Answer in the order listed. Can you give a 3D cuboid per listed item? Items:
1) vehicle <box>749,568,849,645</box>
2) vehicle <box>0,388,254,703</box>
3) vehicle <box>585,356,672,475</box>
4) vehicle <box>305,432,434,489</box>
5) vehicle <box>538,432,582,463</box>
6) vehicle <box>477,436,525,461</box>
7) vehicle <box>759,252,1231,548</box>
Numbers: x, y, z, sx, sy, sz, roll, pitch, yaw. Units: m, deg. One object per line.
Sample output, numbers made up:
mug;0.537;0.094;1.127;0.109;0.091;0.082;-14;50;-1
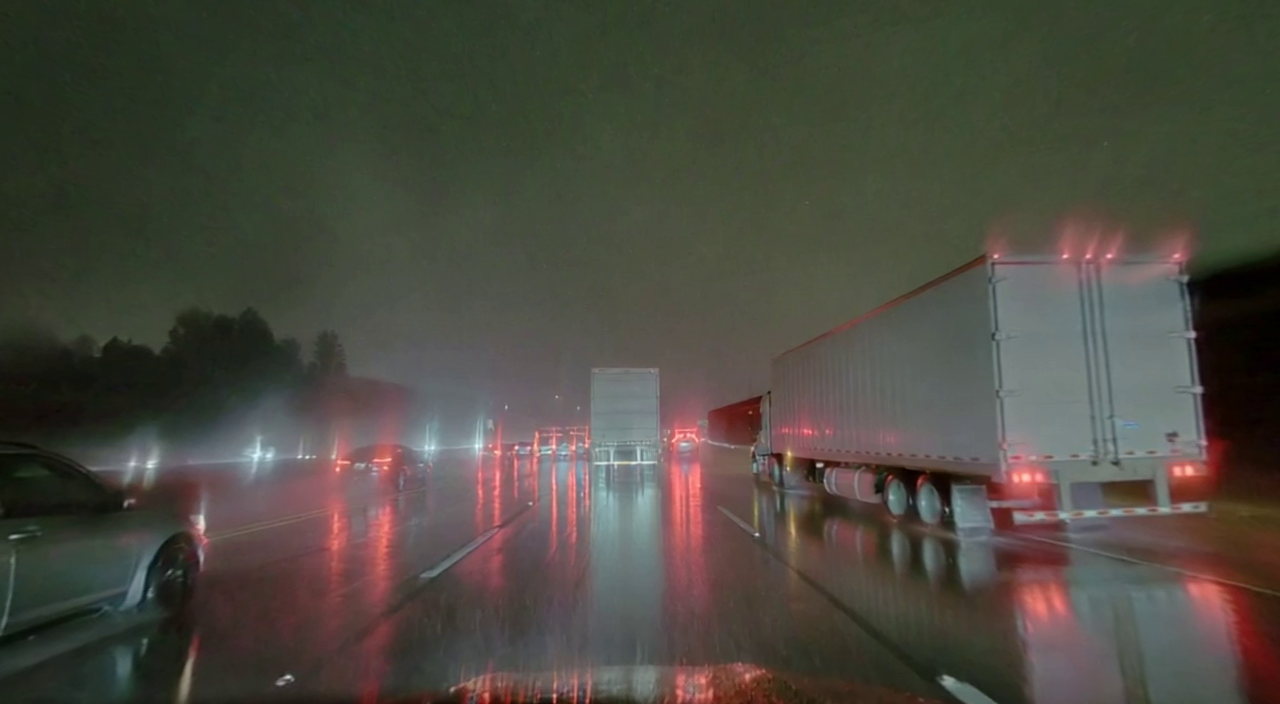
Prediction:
vehicle;5.654;9.148;22.818;2.835;2.000;2.696;1;-8;-2
vehicle;-3.882;0.912;2.812;1.882;1.493;3.828;0;-8;-1
vehicle;-0.531;2.802;26.251;2.938;4.033;9.980;0;-8;-2
vehicle;-7.777;3.131;18.617;1.909;1.479;4.425;0;-8;-1
vehicle;-4.532;5.448;36.042;1.986;1.612;4.155;0;-8;0
vehicle;-8.624;6.004;39.274;2.019;1.471;4.347;0;-8;0
vehicle;6.003;1.523;15.381;2.863;3.936;14.058;0;-8;-2
